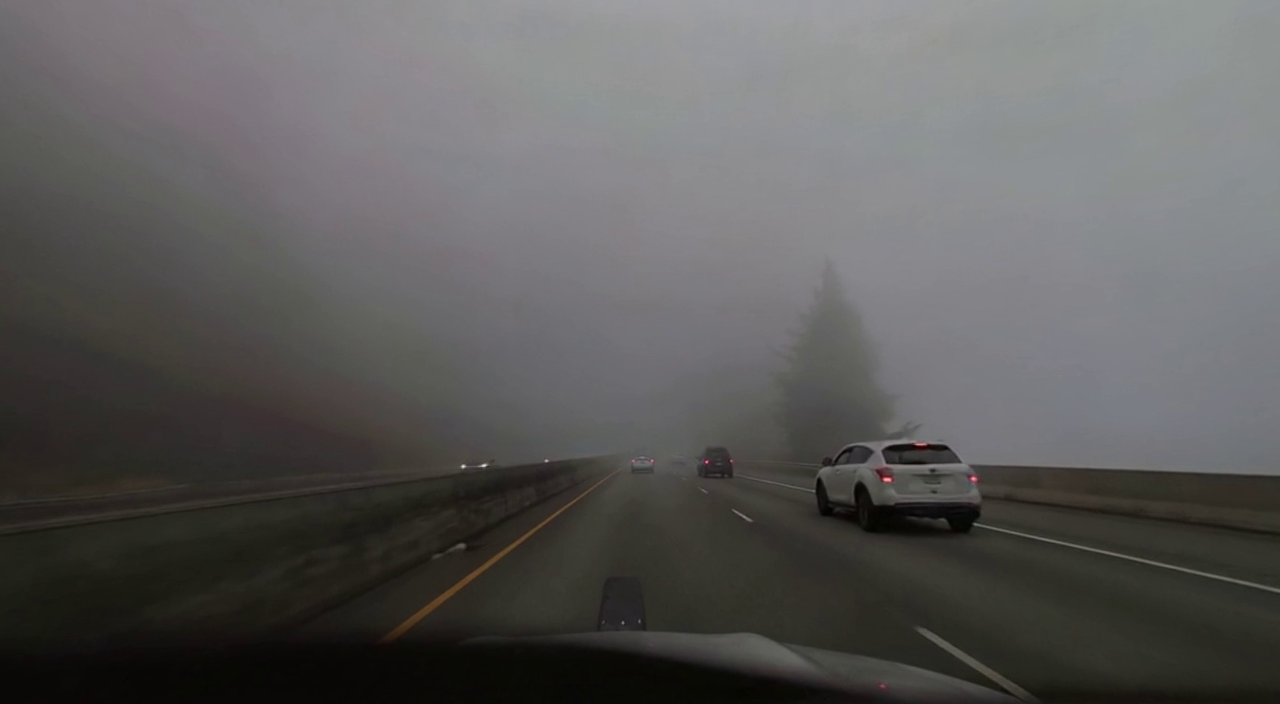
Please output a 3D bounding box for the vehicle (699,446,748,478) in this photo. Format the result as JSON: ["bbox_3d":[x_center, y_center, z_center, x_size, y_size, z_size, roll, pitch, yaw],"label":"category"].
[{"bbox_3d":[4.317,5.758,33.159,1.935,1.594,3.981,0,-9,-1],"label":"vehicle"}]

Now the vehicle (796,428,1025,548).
[{"bbox_3d":[4.281,2.224,10.954,1.969,1.639,4.472,0,-9,0],"label":"vehicle"}]

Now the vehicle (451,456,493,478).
[{"bbox_3d":[-12.196,8.374,45.939,1.830,1.463,4.503,0,-9,0],"label":"vehicle"}]

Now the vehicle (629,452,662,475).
[{"bbox_3d":[0.343,7.059,40.050,2.012,1.320,3.777,0,-9,1],"label":"vehicle"}]
